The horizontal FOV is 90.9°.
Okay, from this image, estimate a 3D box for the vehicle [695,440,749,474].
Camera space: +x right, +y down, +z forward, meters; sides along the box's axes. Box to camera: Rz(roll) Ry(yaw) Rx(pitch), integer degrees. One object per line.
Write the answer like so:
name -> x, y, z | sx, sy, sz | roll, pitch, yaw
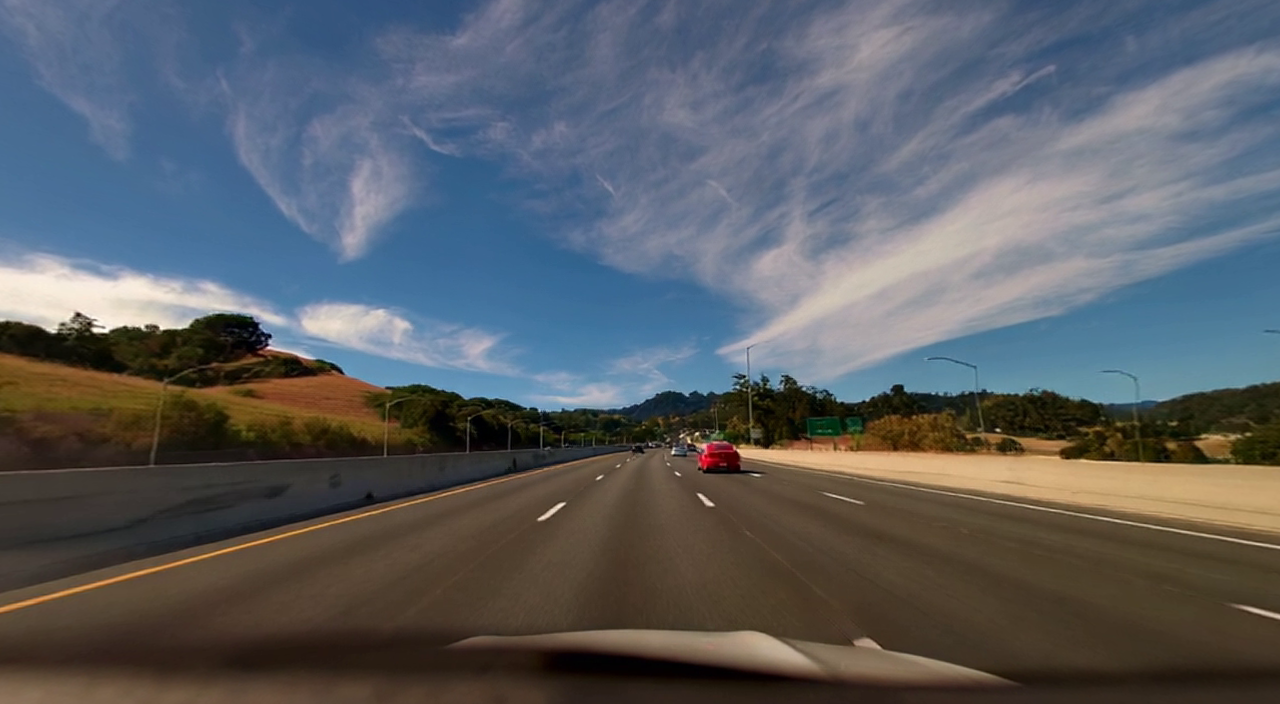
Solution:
vehicle -> 3.783, 4.950, 29.925 | 1.916, 1.469, 4.481 | 0, -8, 0
